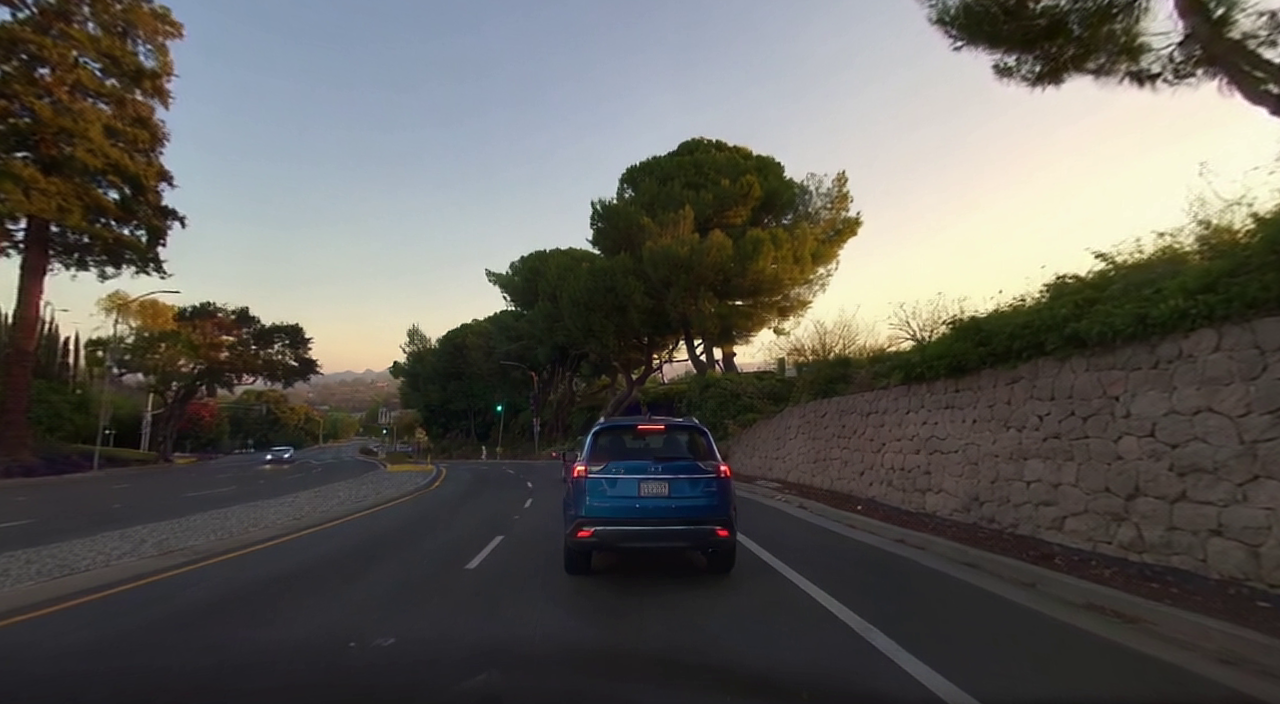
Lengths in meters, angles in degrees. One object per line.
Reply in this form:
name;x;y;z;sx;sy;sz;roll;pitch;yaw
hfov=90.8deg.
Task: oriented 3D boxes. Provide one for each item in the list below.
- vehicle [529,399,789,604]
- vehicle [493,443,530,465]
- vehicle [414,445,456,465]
vehicle;-0.007;1.614;7.745;2.287;1.762;4.269;1;-8;-5
vehicle;-9.459;7.429;46.196;1.837;1.483;4.559;3;-9;-21
vehicle;-15.872;7.912;48.785;2.023;1.474;4.286;5;-10;-32
